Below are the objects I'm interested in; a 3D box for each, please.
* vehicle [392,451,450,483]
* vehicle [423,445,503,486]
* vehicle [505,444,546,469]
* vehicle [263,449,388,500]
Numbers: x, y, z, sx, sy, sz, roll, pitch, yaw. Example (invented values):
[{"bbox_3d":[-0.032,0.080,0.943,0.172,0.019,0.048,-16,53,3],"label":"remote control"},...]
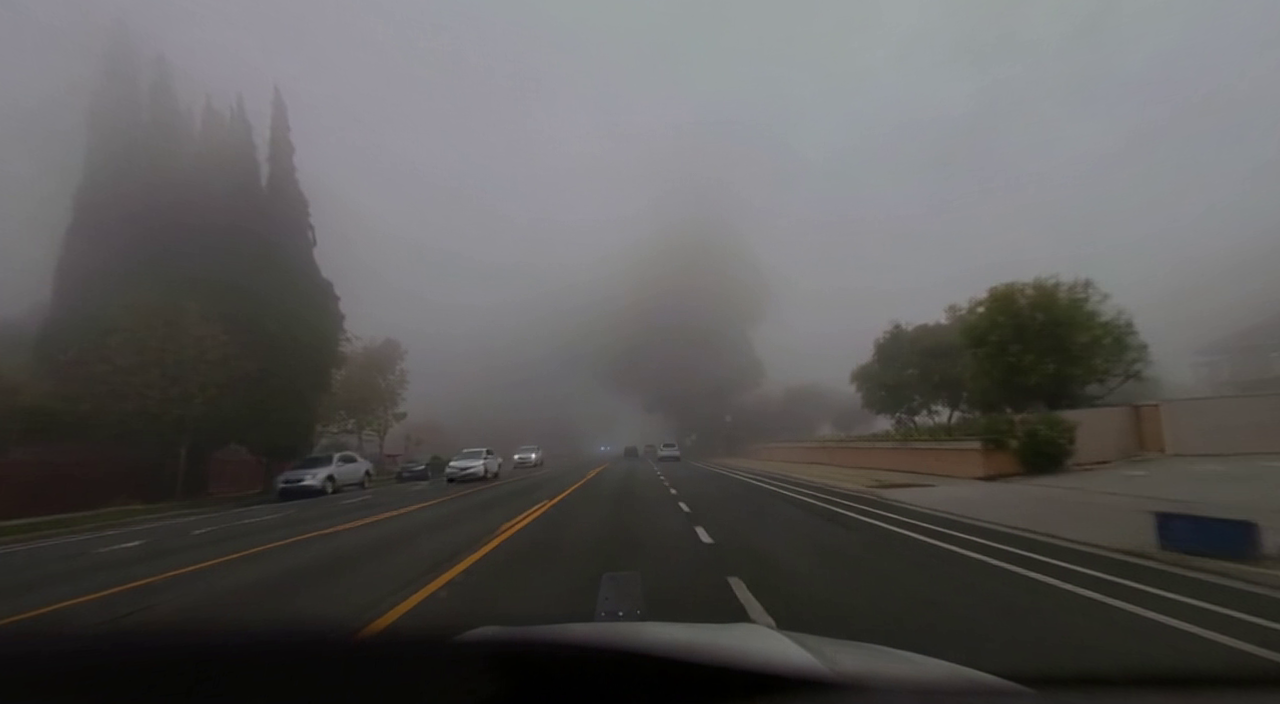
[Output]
[{"bbox_3d":[-12.516,6.590,36.394,1.969,1.613,4.129,-3,-9,-1],"label":"vehicle"},{"bbox_3d":[-7.227,4.658,26.297,2.004,1.508,4.525,0,-9,0],"label":"vehicle"},{"bbox_3d":[-8.253,7.553,46.006,2.053,1.713,4.618,0,-9,1],"label":"vehicle"},{"bbox_3d":[-12.344,4.832,25.379,2.094,1.797,5.655,0,-9,0],"label":"vehicle"}]
